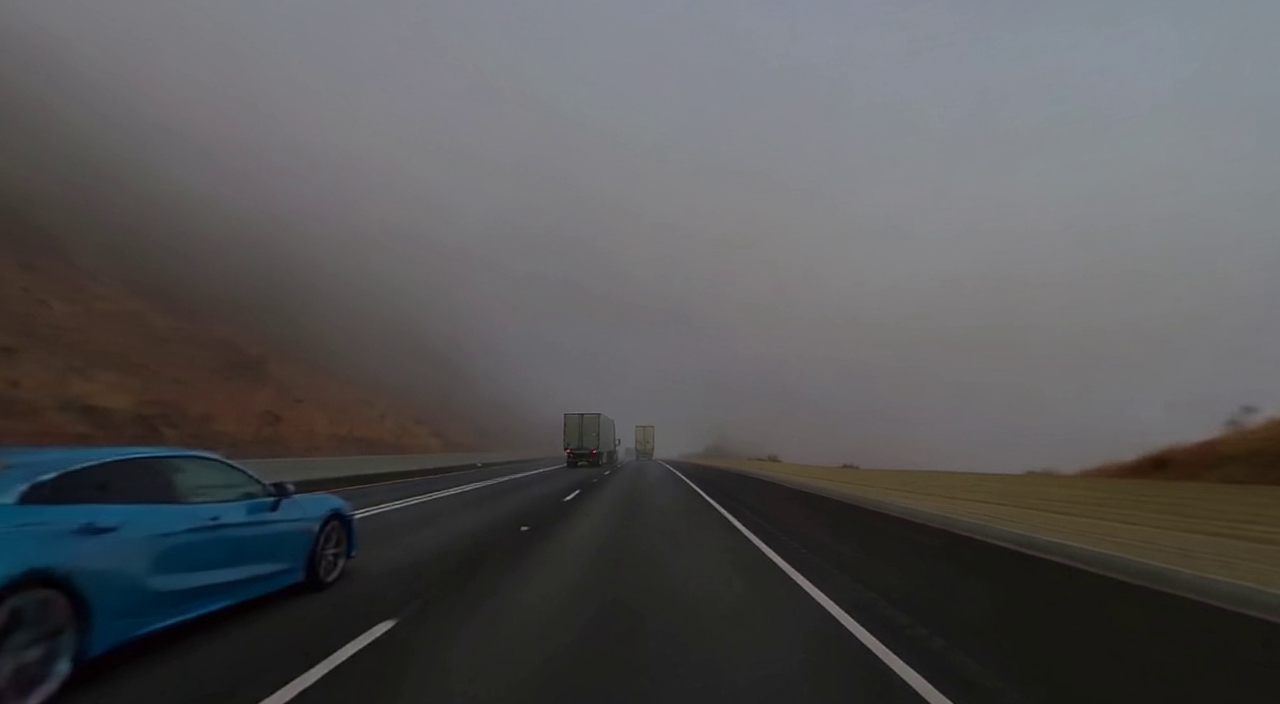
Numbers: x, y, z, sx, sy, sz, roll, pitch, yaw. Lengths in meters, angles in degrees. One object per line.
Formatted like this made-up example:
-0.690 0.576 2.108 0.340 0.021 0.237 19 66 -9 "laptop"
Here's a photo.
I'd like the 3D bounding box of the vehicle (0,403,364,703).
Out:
-3.919 1.214 4.051 2.038 1.596 4.769 0 -8 1 "vehicle"
